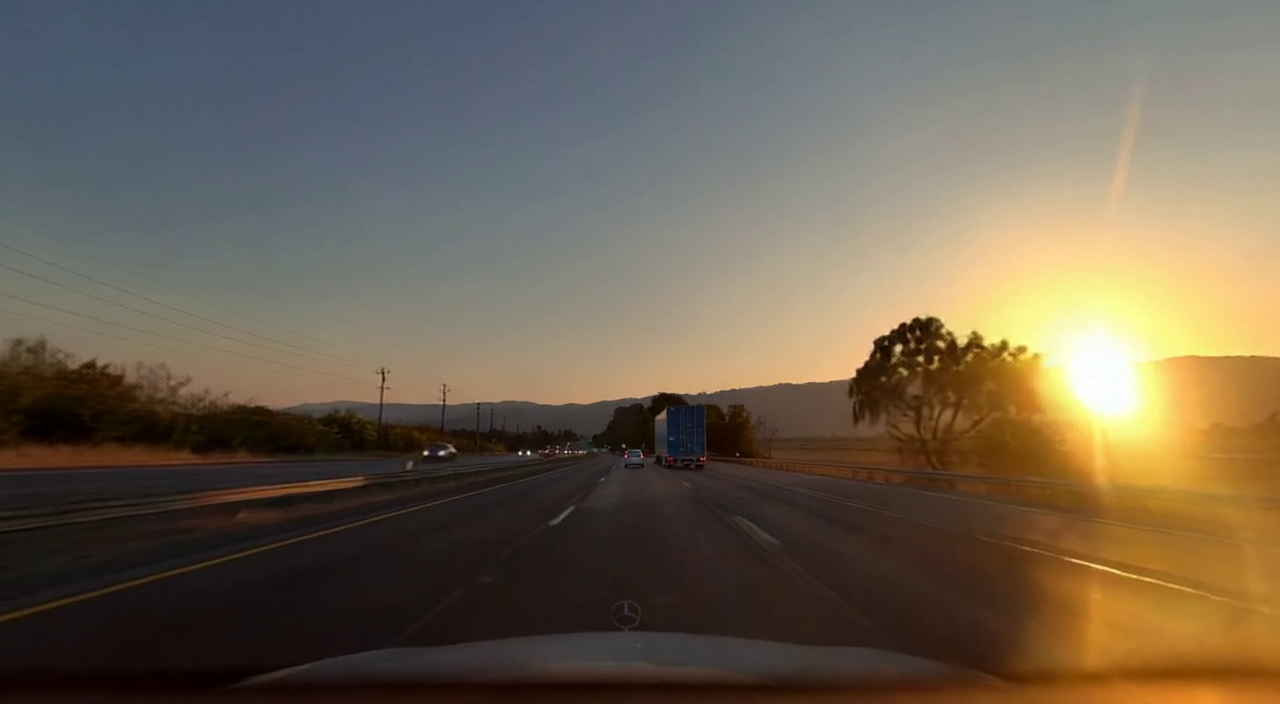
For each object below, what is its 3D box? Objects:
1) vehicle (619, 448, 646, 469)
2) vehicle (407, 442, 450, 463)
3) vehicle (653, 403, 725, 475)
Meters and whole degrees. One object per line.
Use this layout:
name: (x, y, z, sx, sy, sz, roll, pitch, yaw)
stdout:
vehicle: (-0.550, 7.672, 45.749, 1.898, 1.438, 4.053, 0, -9, -1)
vehicle: (-15.589, 7.446, 46.726, 1.776, 1.436, 3.890, 0, -9, 1)
vehicle: (3.072, 6.366, 45.307, 3.462, 4.177, 16.311, 0, -9, -1)
